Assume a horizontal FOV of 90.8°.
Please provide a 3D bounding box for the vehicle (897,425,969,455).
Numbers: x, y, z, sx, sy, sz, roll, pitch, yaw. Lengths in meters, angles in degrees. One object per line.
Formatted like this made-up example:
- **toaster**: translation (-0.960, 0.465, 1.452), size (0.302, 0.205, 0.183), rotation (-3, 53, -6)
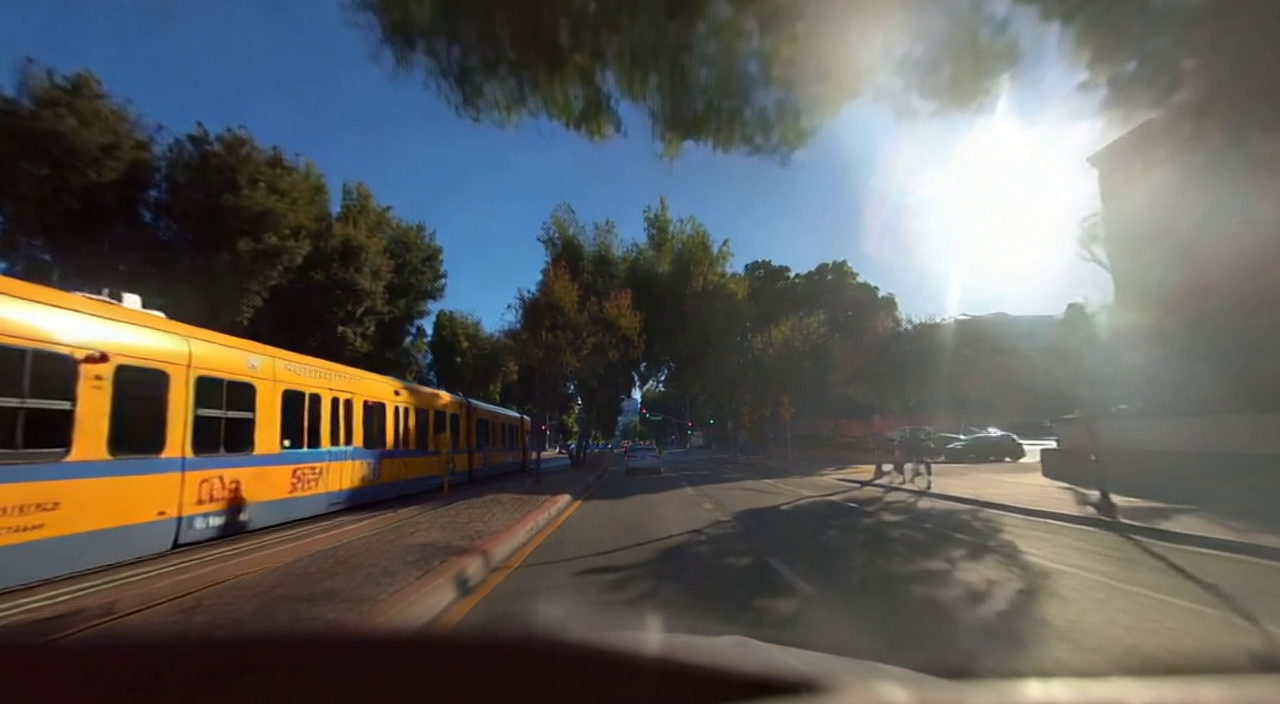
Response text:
- **vehicle**: translation (19.402, 5.901, 42.230), size (2.159, 1.817, 5.675), rotation (0, -8, 1)

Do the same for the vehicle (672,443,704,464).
- **vehicle**: translation (3.319, 7.125, 44.504), size (1.944, 1.447, 4.392), rotation (0, -8, 0)

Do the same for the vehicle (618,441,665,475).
- **vehicle**: translation (0.042, 4.872, 29.283), size (2.002, 1.471, 4.337), rotation (0, -8, 0)

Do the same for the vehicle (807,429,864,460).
- **vehicle**: translation (13.200, 6.314, 43.101), size (2.145, 1.911, 5.581), rotation (0, -8, 1)

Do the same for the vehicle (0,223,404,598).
- **vehicle**: translation (-7.805, 1.035, 10.076), size (2.897, 3.700, 13.528), rotation (0, -7, 0)
